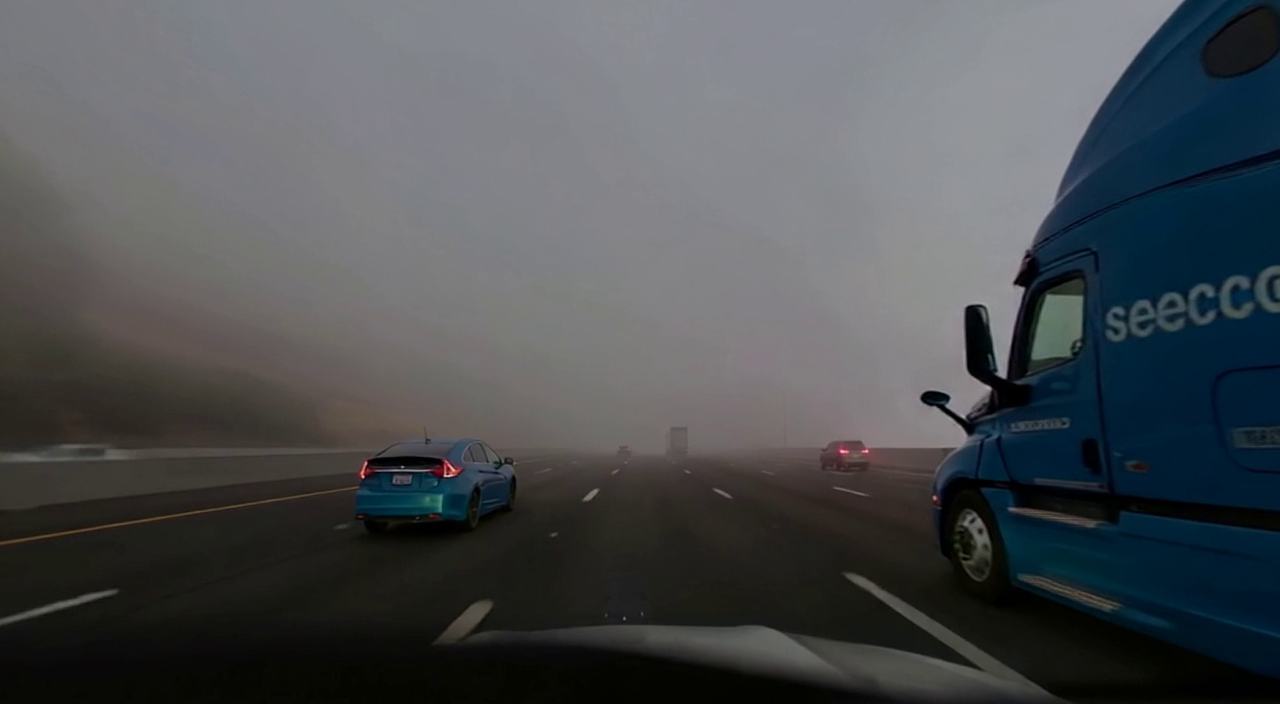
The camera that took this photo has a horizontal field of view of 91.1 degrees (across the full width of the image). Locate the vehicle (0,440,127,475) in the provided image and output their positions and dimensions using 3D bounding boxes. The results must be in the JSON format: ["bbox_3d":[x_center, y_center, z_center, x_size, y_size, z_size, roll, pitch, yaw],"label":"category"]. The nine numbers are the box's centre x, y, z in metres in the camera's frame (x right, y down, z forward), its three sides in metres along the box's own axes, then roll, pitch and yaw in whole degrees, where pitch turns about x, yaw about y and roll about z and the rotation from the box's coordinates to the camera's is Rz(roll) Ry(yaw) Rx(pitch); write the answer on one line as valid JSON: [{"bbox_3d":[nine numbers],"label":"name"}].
[{"bbox_3d":[-25.938,4.643,27.940,1.851,1.390,5.059,0,-8,1],"label":"vehicle"}]

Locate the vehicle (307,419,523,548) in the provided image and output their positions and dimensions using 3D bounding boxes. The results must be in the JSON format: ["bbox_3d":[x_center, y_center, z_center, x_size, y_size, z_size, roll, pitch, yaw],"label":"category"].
[{"bbox_3d":[-3.220,1.959,9.965,1.967,1.615,3.886,0,-8,0],"label":"vehicle"}]

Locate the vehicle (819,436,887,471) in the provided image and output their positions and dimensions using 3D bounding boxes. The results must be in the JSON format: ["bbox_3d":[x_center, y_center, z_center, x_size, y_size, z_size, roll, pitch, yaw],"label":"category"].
[{"bbox_3d":[11.450,5.473,34.062,2.062,1.736,4.589,0,-8,0],"label":"vehicle"}]
